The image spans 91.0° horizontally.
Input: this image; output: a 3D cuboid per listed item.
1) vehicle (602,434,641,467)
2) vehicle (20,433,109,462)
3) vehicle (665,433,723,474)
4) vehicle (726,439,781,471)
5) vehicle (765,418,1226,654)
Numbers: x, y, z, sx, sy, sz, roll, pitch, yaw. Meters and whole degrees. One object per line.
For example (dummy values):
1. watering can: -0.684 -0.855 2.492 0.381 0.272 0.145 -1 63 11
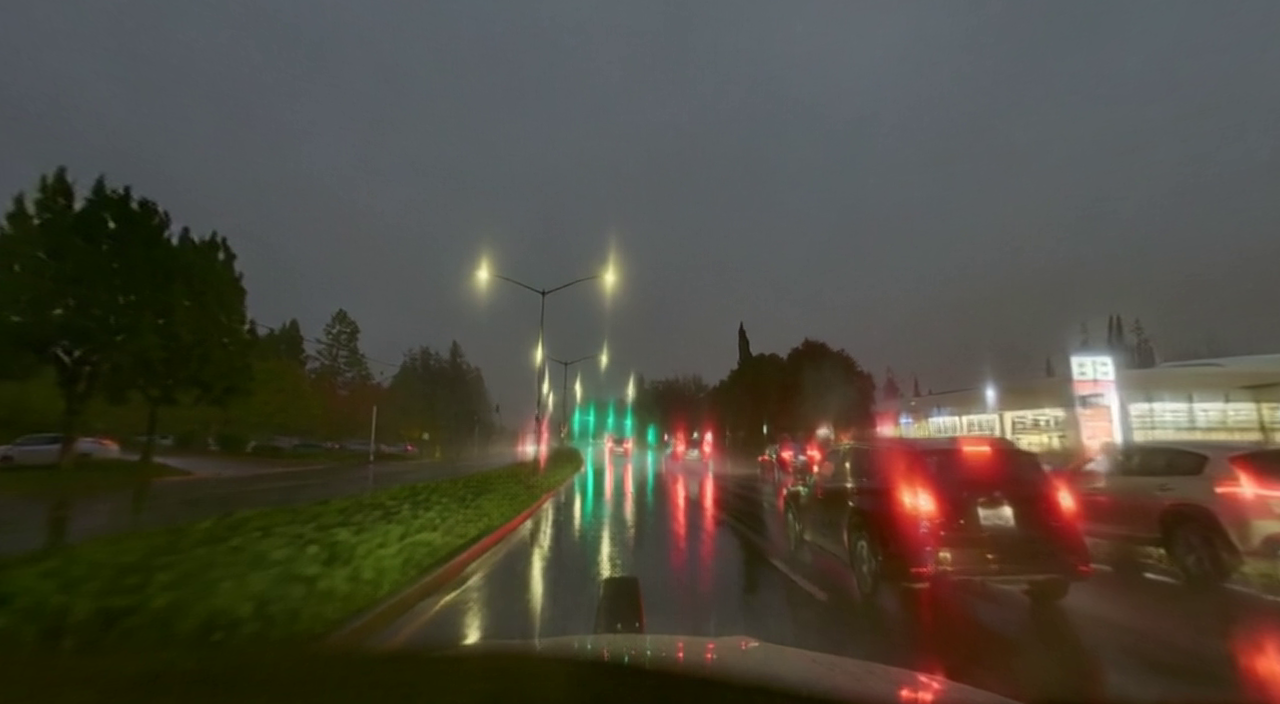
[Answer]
1. vehicle: -1.170 5.776 36.889 2.051 1.798 4.168 1 -8 -5
2. vehicle: -31.004 5.171 34.066 1.744 1.433 3.823 2 -9 -11
3. vehicle: 2.410 4.690 29.223 2.000 1.745 4.206 1 -8 -4
4. vehicle: 6.137 5.638 34.635 1.954 1.606 4.423 1 -8 -4
5. vehicle: 2.659 1.462 6.121 1.883 1.452 4.258 0 -8 -2
